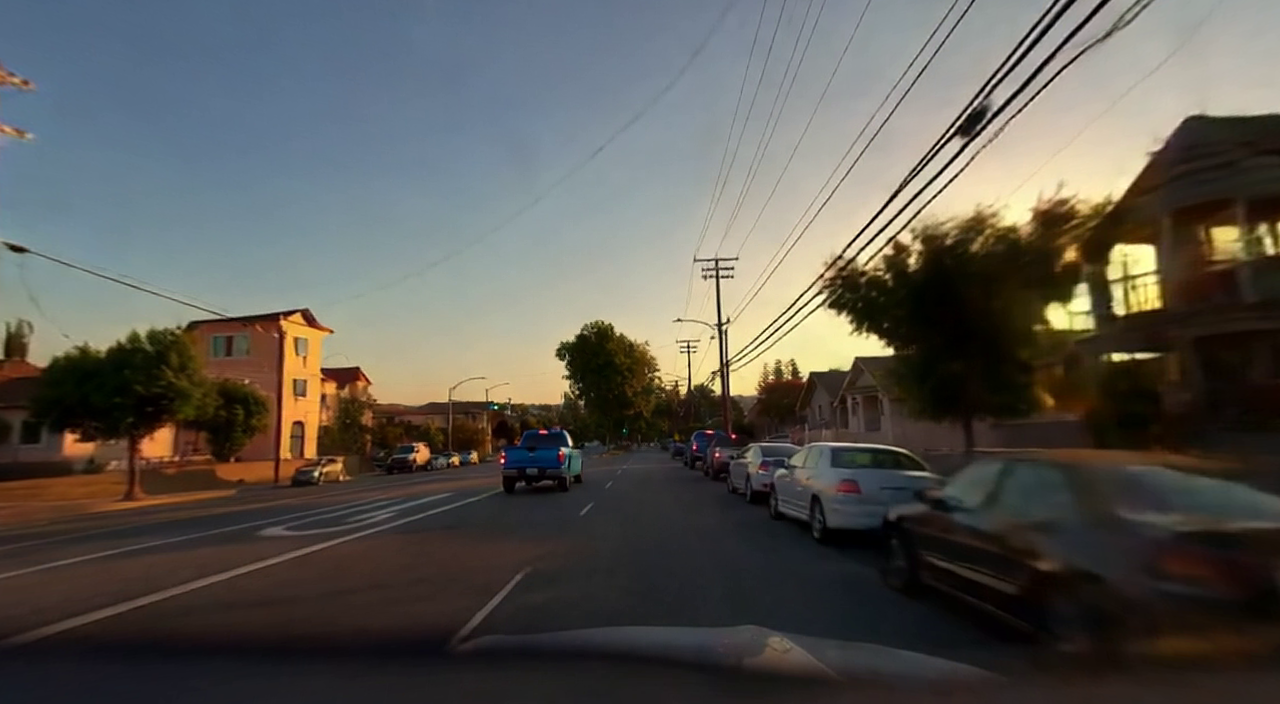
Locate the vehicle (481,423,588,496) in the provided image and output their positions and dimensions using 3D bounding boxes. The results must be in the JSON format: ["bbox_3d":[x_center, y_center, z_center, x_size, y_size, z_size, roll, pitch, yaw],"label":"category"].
[{"bbox_3d":[-2.988,3.222,19.219,2.242,1.890,5.306,-1,-9,1],"label":"vehicle"}]

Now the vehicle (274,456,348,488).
[{"bbox_3d":[-18.652,6.788,35.929,1.908,1.614,4.092,-1,-9,1],"label":"vehicle"}]

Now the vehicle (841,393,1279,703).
[{"bbox_3d":[3.089,1.217,4.340,1.951,1.475,4.827,-1,-9,2],"label":"vehicle"}]
